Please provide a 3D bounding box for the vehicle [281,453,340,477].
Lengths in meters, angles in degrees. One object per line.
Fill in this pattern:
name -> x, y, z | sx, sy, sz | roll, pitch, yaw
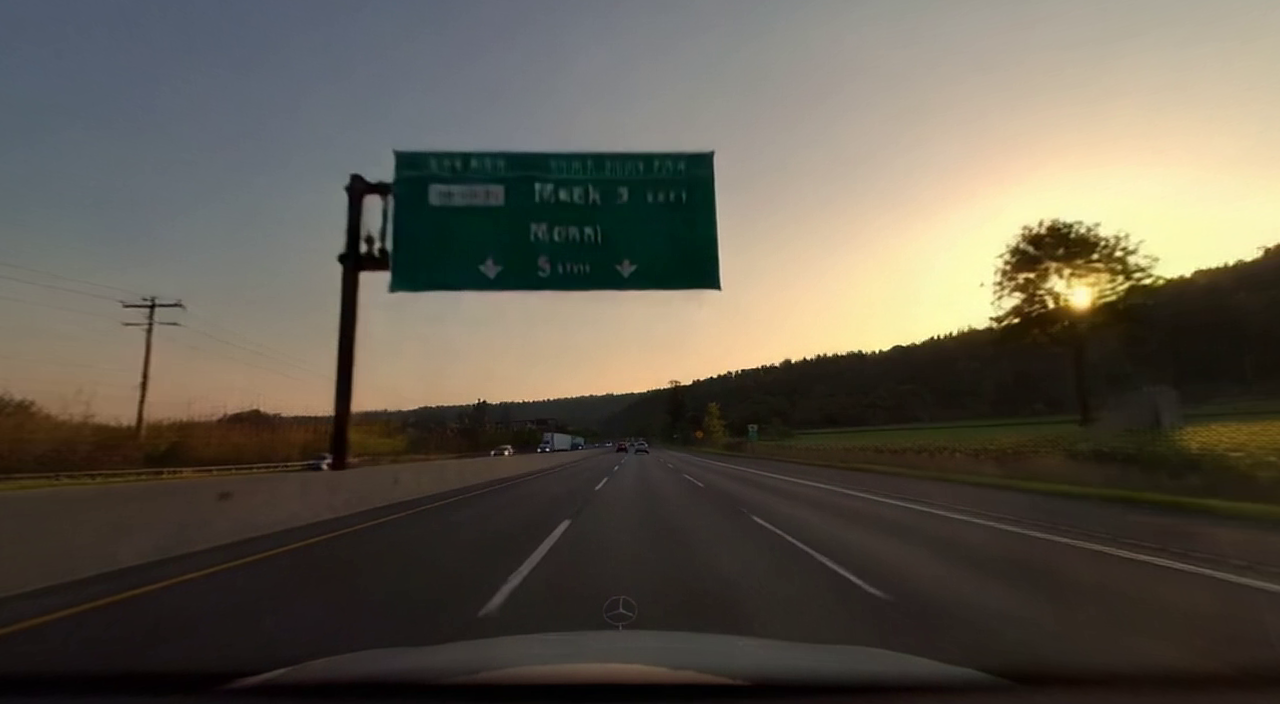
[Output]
vehicle -> -21.951, 7.527, 42.073 | 1.875, 1.438, 3.700 | -1, -9, 1
